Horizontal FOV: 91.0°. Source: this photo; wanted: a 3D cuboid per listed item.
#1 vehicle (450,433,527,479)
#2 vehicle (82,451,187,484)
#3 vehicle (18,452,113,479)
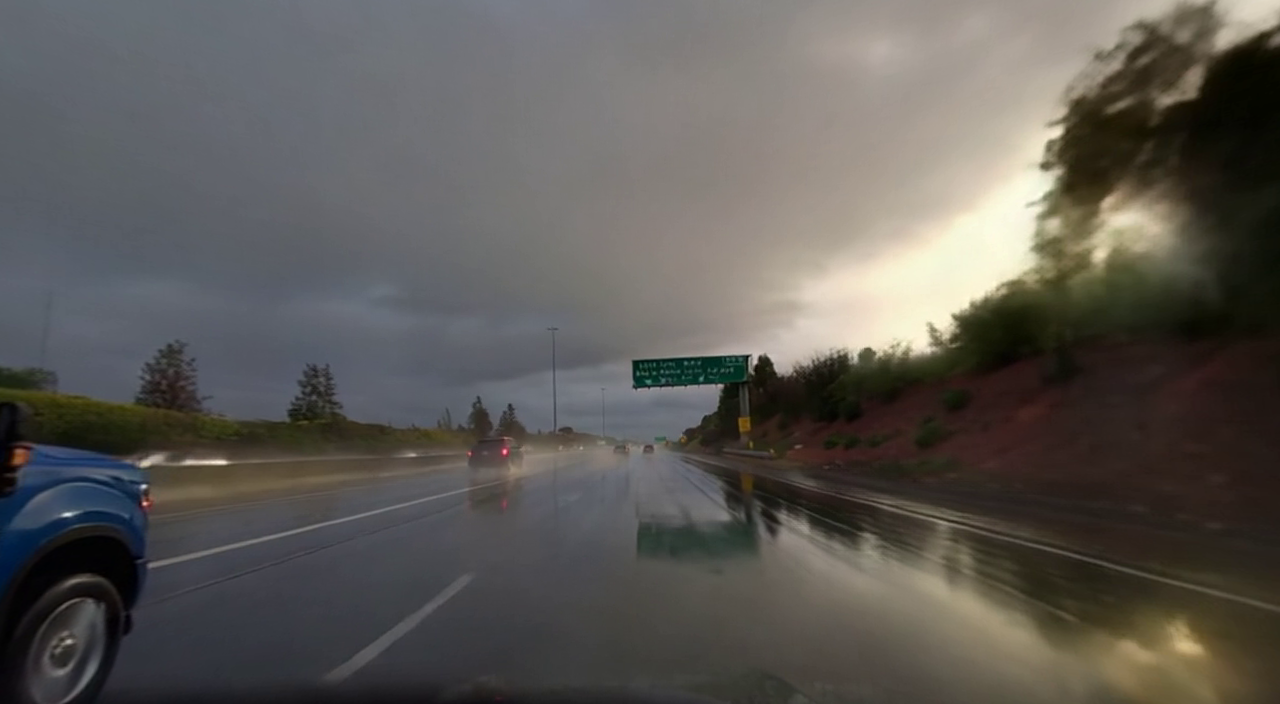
[{"bbox_3d":[-6.912,4.828,29.453,2.260,1.917,5.499,0,-9,0],"label":"vehicle"},{"bbox_3d":[-25.093,5.704,31.472,1.815,1.496,4.136,0,-9,0],"label":"vehicle"},{"bbox_3d":[-35.159,6.908,38.678,1.819,1.531,4.209,0,-9,0],"label":"vehicle"}]
